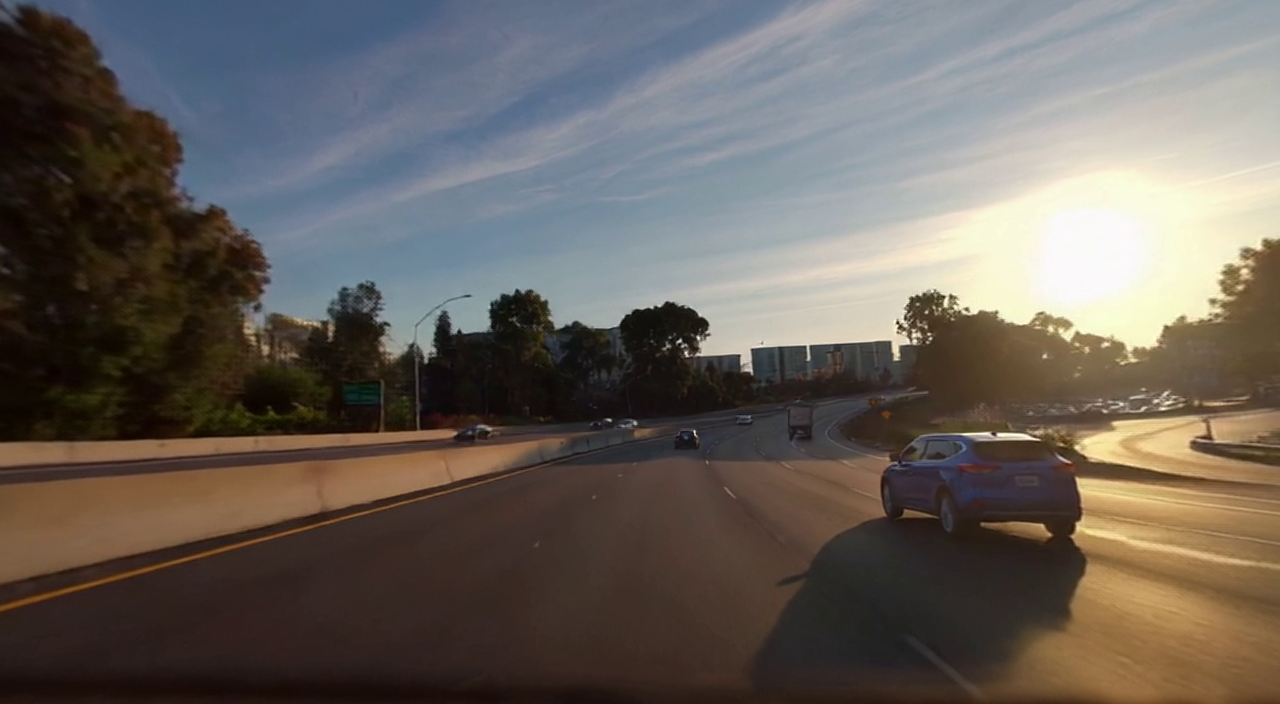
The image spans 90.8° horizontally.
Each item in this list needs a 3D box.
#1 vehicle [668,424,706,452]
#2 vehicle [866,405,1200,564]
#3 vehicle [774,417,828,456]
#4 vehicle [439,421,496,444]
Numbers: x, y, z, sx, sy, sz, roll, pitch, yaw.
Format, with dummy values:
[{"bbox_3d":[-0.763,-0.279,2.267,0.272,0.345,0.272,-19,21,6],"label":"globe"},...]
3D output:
[{"bbox_3d":[3.200,5.807,42.316,2.181,1.768,4.383,-1,-9,9],"label":"vehicle"},{"bbox_3d":[4.936,1.720,8.915,2.097,1.659,4.320,0,-8,3],"label":"vehicle"},{"bbox_3d":[10.143,5.433,40.276,2.526,2.230,6.190,-1,-9,7],"label":"vehicle"},{"bbox_3d":[-11.931,5.676,44.047,1.967,1.496,4.871,-1,-9,9],"label":"vehicle"}]
